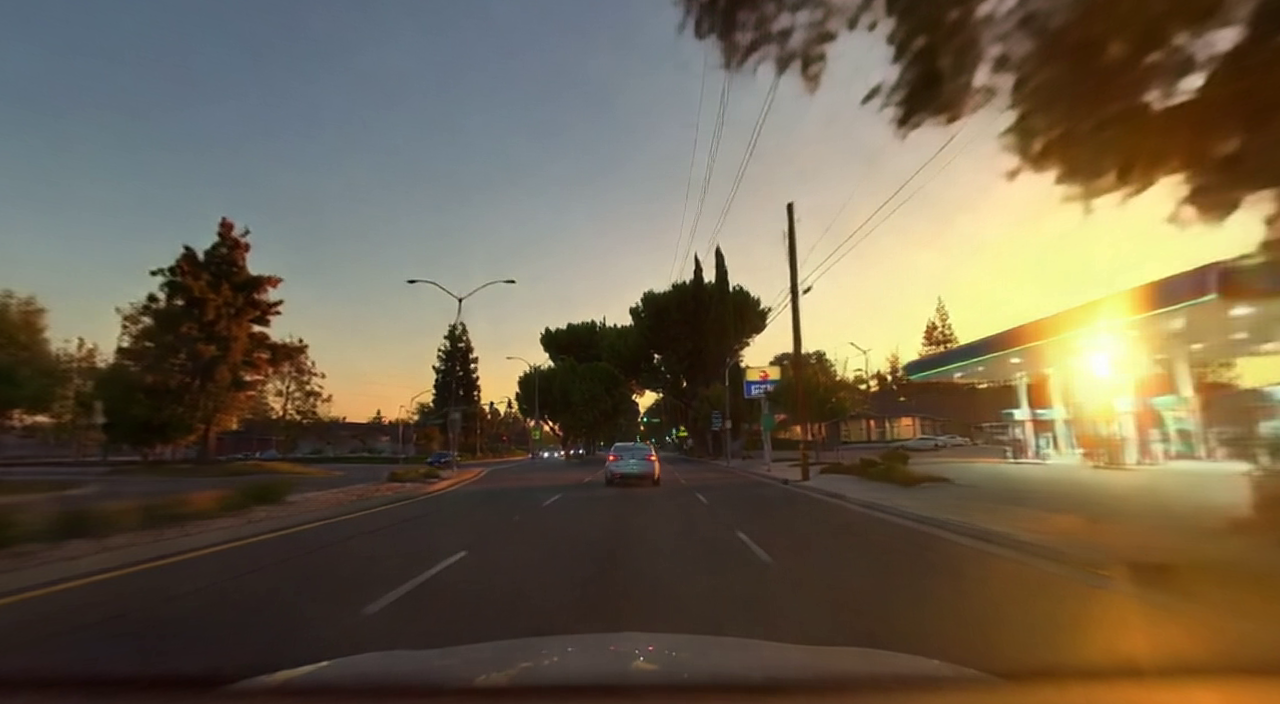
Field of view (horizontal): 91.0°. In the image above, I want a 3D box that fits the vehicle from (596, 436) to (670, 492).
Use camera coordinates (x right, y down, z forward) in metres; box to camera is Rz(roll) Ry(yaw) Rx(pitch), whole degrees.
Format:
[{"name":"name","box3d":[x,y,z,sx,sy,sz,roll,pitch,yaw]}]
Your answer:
[{"name":"vehicle","box3d":[-0.177,3.490,19.973,2.062,1.519,4.214,1,-9,0]}]
